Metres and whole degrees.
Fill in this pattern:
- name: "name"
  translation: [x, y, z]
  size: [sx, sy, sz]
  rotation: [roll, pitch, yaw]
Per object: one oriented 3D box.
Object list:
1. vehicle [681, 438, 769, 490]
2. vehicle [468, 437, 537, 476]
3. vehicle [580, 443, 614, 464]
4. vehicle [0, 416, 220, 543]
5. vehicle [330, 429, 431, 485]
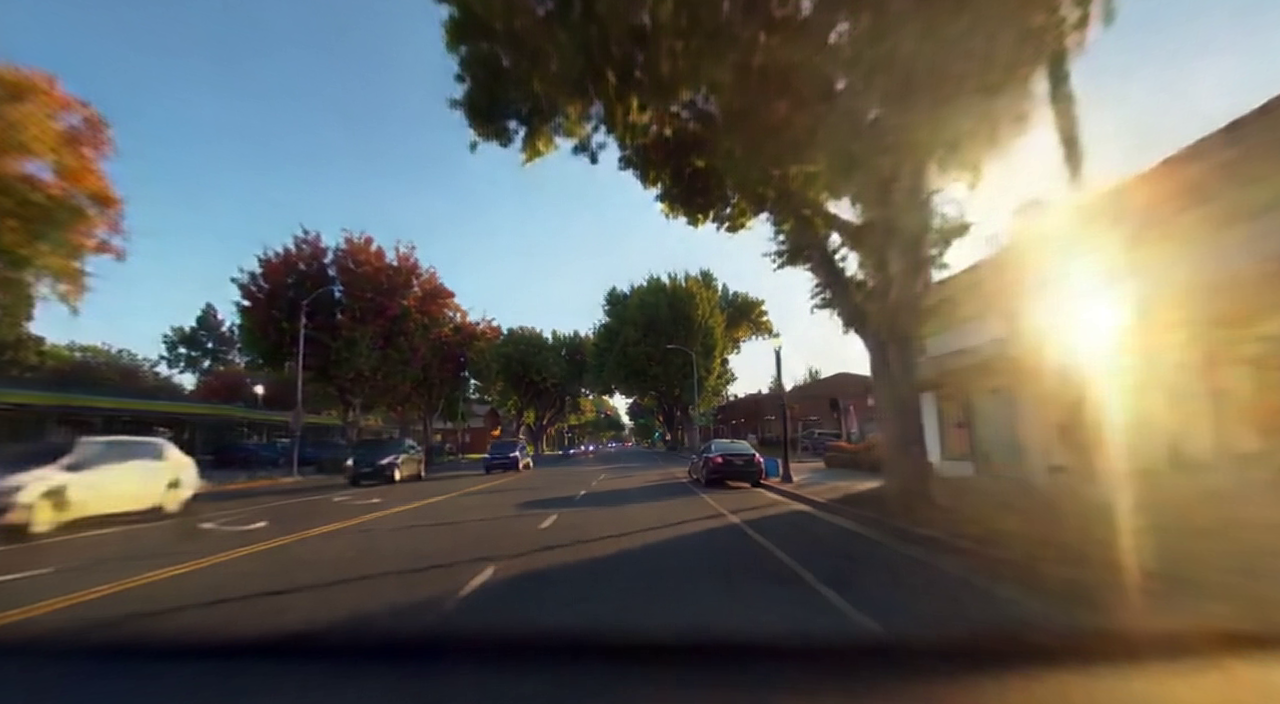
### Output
- name: "vehicle"
  translation: [2.646, 3.620, 20.799]
  size: [2.034, 1.491, 4.618]
  rotation: [0, -8, -3]
- name: "vehicle"
  translation: [-6.800, 5.233, 31.913]
  size: [2.371, 1.800, 4.987]
  rotation: [0, -8, 0]
- name: "vehicle"
  translation: [-3.044, 7.331, 45.829]
  size: [2.122, 1.469, 4.388]
  rotation: [0, -8, 1]
- name: "vehicle"
  translation: [-10.266, 2.153, 11.245]
  size: [2.116, 1.817, 4.964]
  rotation: [0, -8, 0]
- name: "vehicle"
  translation: [-10.356, 4.228, 25.698]
  size: [2.088, 2.031, 4.616]
  rotation: [0, -8, 1]
